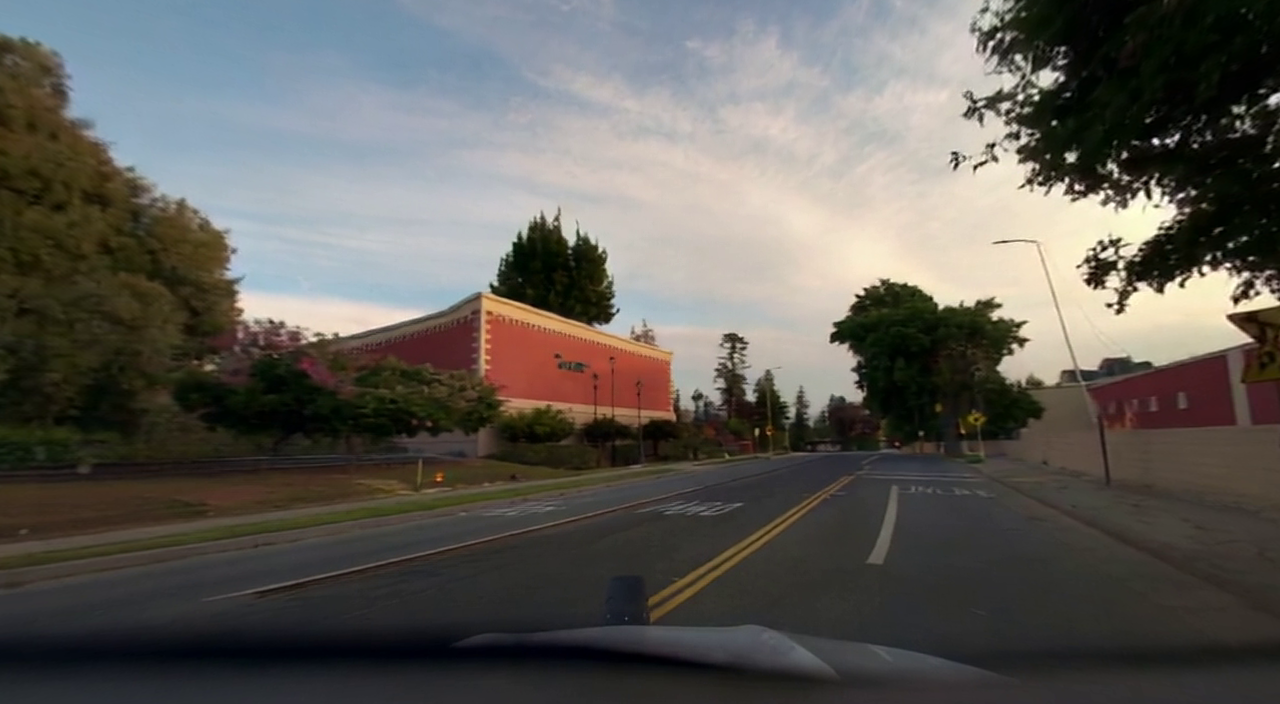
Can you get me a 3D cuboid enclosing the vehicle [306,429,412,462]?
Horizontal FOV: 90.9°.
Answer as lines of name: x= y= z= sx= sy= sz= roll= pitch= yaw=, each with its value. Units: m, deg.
vehicle: x=-15.278 y=5.092 z=34.282 sx=5.035 sy=1.666 sz=2.449 roll=-4 pitch=-9 yaw=25
